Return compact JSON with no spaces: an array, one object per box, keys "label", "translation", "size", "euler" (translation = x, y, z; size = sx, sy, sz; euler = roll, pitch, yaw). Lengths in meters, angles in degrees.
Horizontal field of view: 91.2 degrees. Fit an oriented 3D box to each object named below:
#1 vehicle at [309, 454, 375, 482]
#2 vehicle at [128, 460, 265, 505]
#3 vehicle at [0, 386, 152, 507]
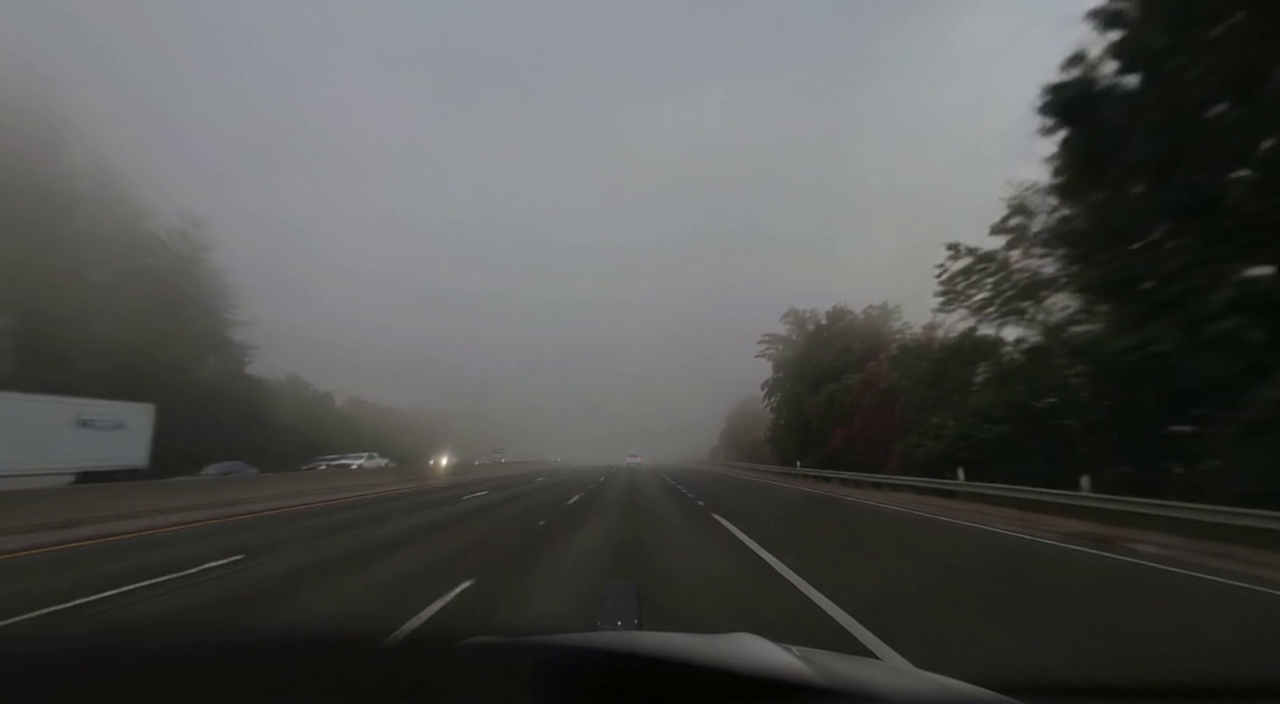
[{"label":"vehicle","translation":[-18.905,7.359,39.968],"size":[1.926,1.583,4.652],"euler":[0,-9,0]},{"label":"vehicle","translation":[-16.967,4.970,24.324],"size":[1.890,1.499,4.573],"euler":[0,-9,1]},{"label":"vehicle","translation":[-22.786,3.037,20.155],"size":[2.894,4.016,14.067],"euler":[0,-9,0]}]
